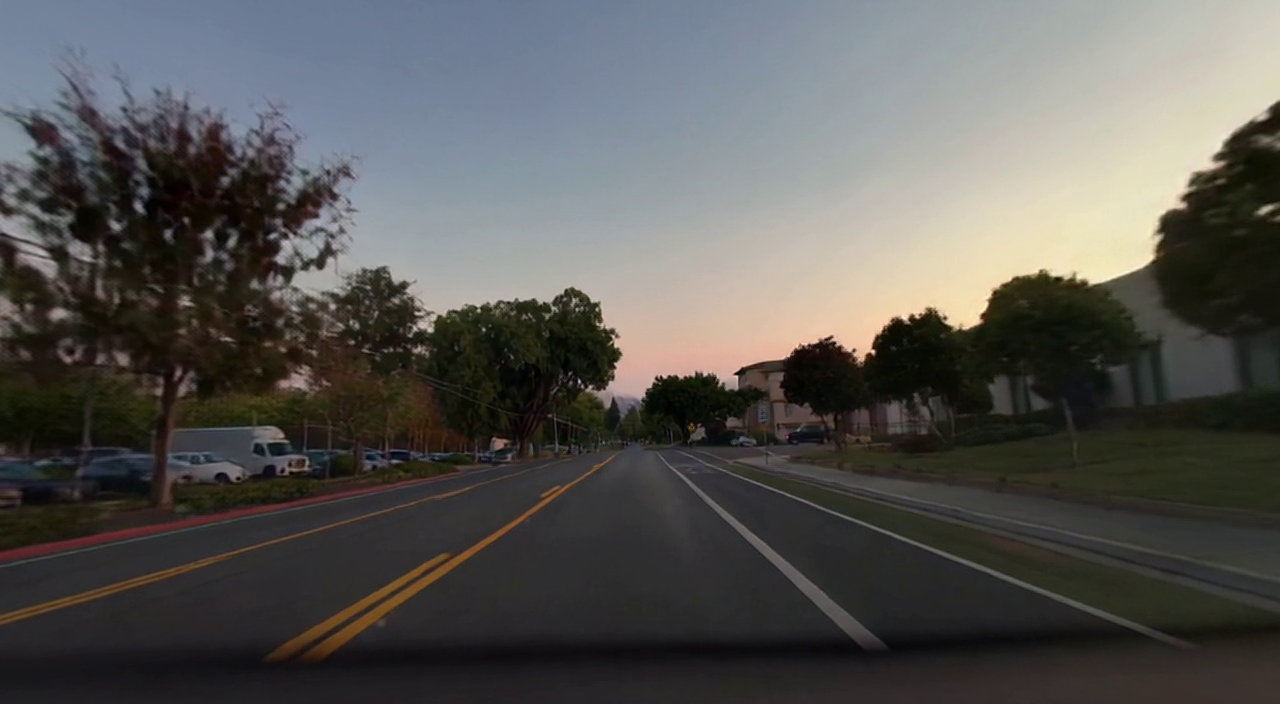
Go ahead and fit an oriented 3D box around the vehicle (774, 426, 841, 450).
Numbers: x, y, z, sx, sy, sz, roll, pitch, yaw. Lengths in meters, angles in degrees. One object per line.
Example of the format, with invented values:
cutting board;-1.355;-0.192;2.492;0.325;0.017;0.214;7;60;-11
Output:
vehicle;12.985;6.705;49.016;4.632;1.701;1.975;-5;-10;28

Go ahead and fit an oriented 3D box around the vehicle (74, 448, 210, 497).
vehicle;-19.118;4.547;24.246;4.686;1.716;2.017;-4;-9;24

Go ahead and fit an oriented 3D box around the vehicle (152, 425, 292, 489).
vehicle;-19.425;4.844;29.353;5.971;2.749;2.293;-4;-9;23
